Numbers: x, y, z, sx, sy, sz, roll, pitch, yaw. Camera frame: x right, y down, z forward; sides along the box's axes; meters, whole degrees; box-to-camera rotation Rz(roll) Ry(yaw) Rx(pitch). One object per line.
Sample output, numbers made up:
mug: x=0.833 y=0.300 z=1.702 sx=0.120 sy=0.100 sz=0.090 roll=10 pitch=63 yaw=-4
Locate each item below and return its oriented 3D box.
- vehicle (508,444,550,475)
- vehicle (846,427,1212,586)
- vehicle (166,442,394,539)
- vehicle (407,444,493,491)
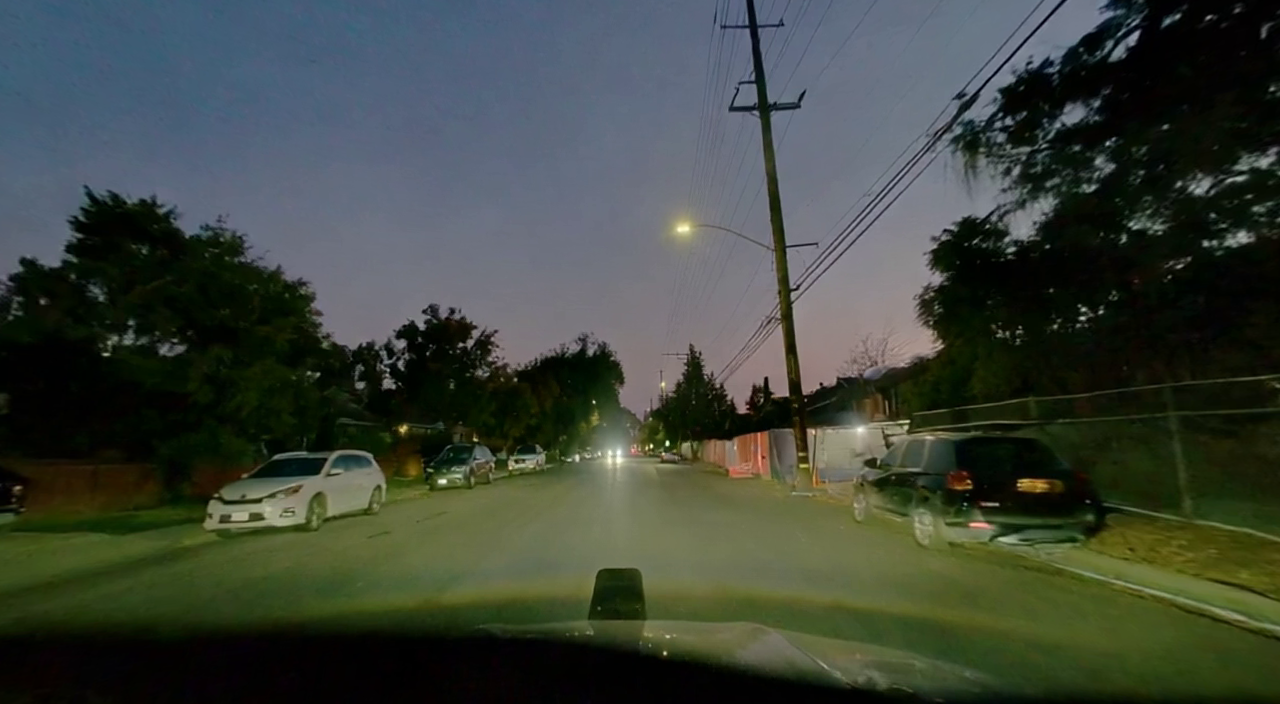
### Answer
vehicle: x=-6.710 y=6.547 z=38.565 sx=1.932 sy=1.743 sz=4.079 roll=-2 pitch=-9 yaw=-2
vehicle: x=4.515 y=1.832 z=8.450 sx=2.052 sy=1.514 sz=4.577 roll=0 pitch=-8 yaw=1
vehicle: x=-6.827 y=2.664 z=12.743 sx=1.934 sy=1.552 sz=4.636 roll=1 pitch=-9 yaw=-1
vehicle: x=-7.636 y=4.651 z=25.946 sx=2.019 sy=1.723 sz=4.650 roll=0 pitch=-8 yaw=1
